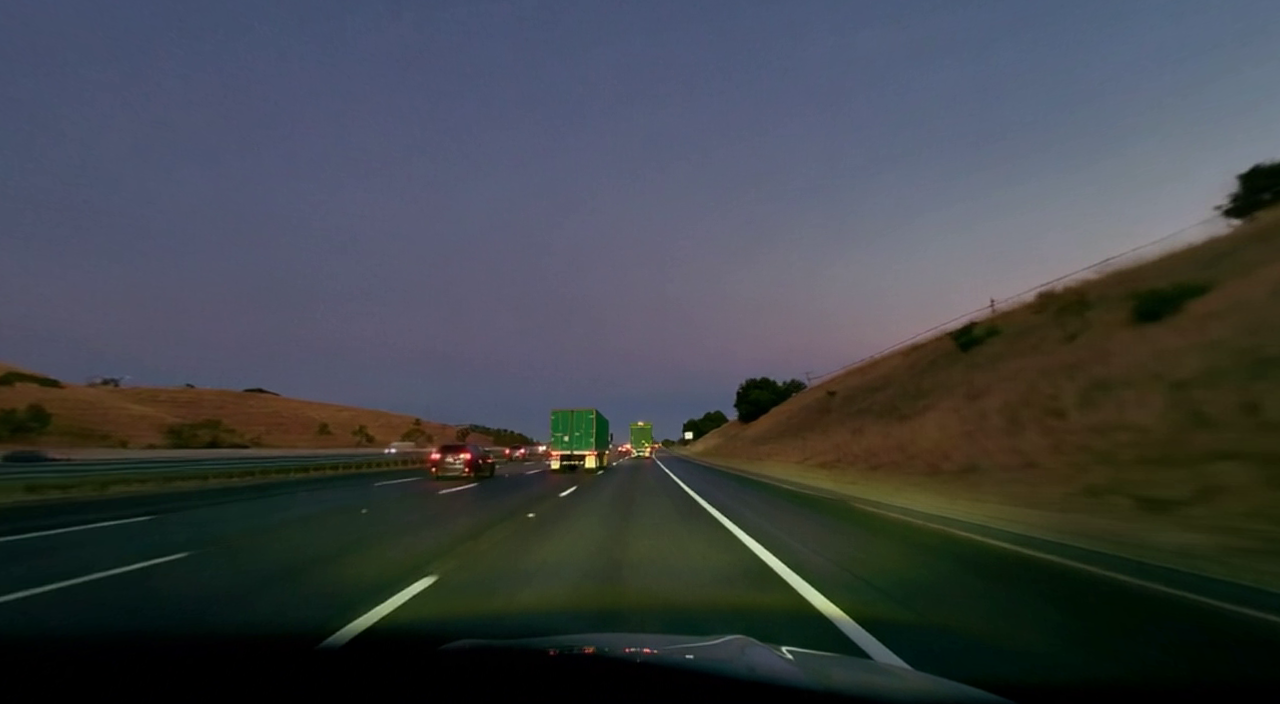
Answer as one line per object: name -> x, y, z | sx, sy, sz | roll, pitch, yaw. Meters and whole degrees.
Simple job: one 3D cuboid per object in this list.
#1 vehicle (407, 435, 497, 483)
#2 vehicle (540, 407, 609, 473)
vehicle -> -7.460, 4.296, 25.579 | 2.125, 1.725, 4.715 | 0, -9, 1
vehicle -> -3.561, 5.213, 36.987 | 2.789, 3.271, 10.894 | 0, -9, 0
